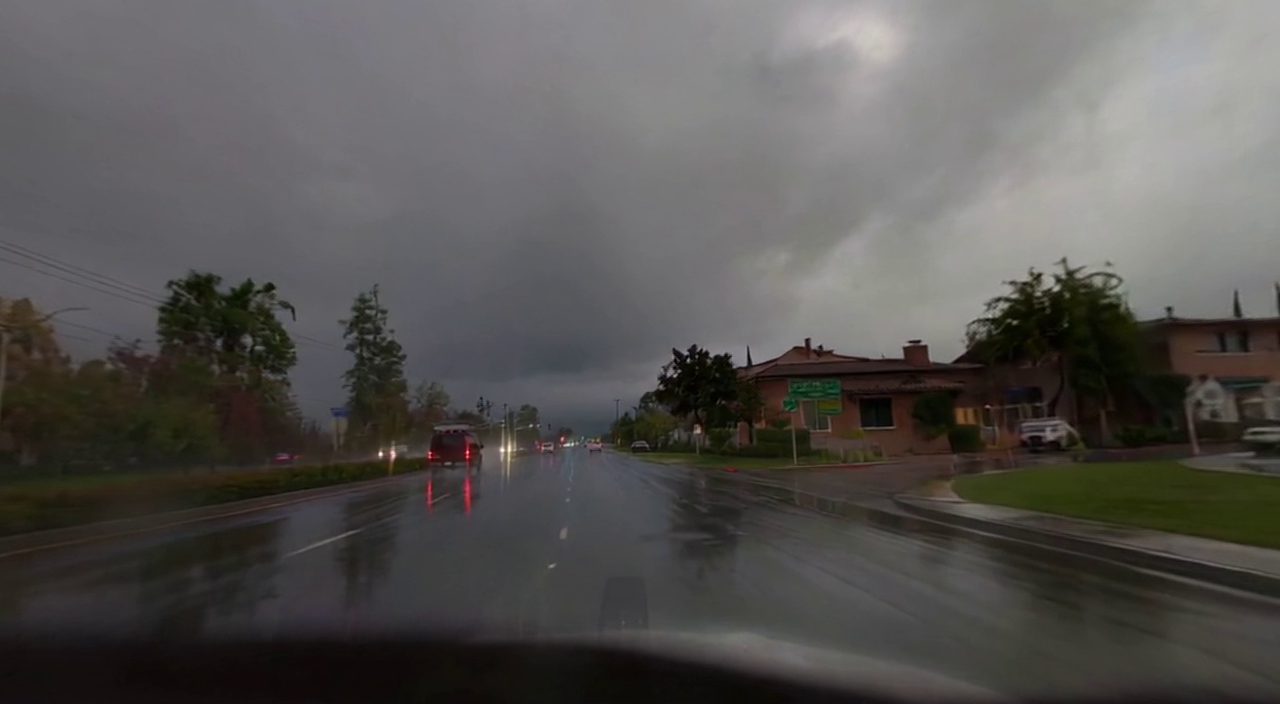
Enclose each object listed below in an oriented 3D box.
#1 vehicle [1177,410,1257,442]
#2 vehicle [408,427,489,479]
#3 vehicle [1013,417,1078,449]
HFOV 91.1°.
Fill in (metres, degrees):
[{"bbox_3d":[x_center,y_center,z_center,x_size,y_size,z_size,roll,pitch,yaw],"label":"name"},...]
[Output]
[{"bbox_3d":[35.550,4.623,38.584,6.133,1.800,2.631,7,-11,-39],"label":"vehicle"},{"bbox_3d":[-8.718,4.673,29.245,2.507,2.161,6.049,1,-9,-7],"label":"vehicle"},{"bbox_3d":[24.341,4.908,37.597,4.646,1.768,1.990,8,-12,-41],"label":"vehicle"}]
